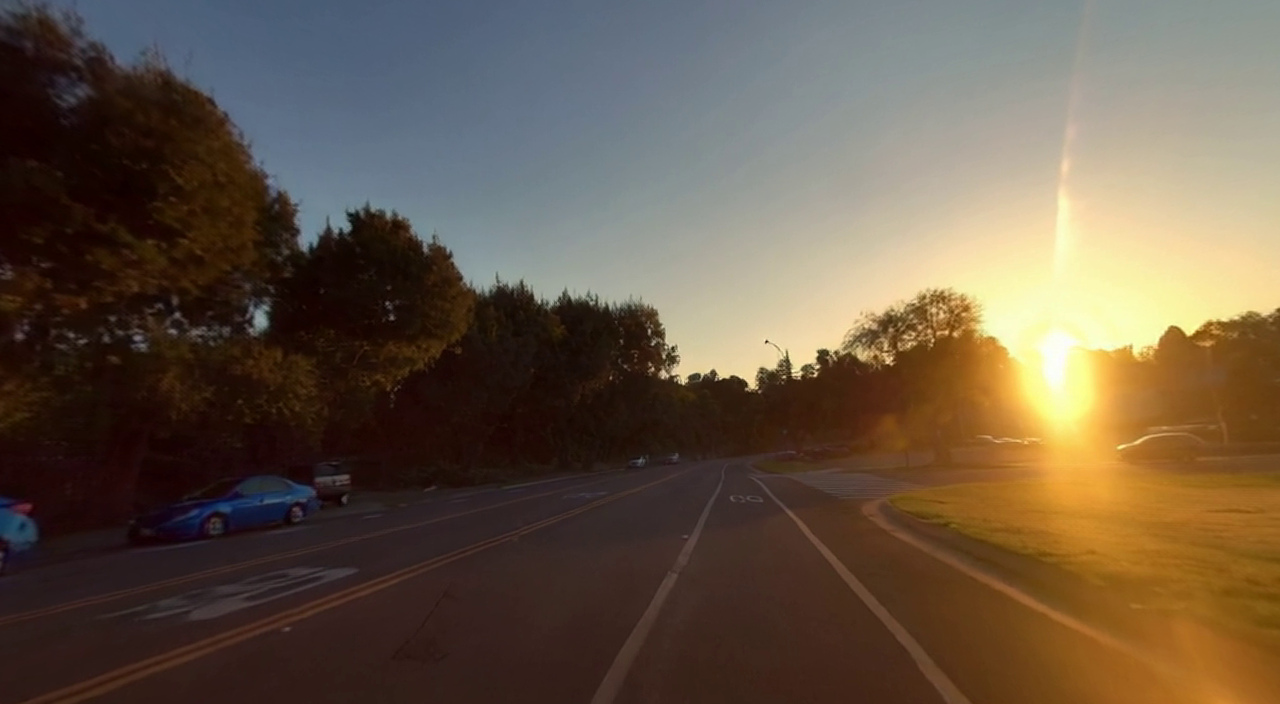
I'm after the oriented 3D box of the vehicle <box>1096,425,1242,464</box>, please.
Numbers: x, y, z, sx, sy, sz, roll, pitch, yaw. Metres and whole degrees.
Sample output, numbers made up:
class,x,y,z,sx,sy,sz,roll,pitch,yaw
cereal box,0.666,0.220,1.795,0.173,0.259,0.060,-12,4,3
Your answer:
class,x,y,z,sx,sy,sz,roll,pitch,yaw
vehicle,25.936,4.580,31.117,4.955,1.814,2.166,-1,-8,9

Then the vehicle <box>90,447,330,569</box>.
class,x,y,z,sx,sy,sz,roll,pitch,yaw
vehicle,-9.747,3.471,14.835,2.087,1.700,4.467,-5,-1,9
